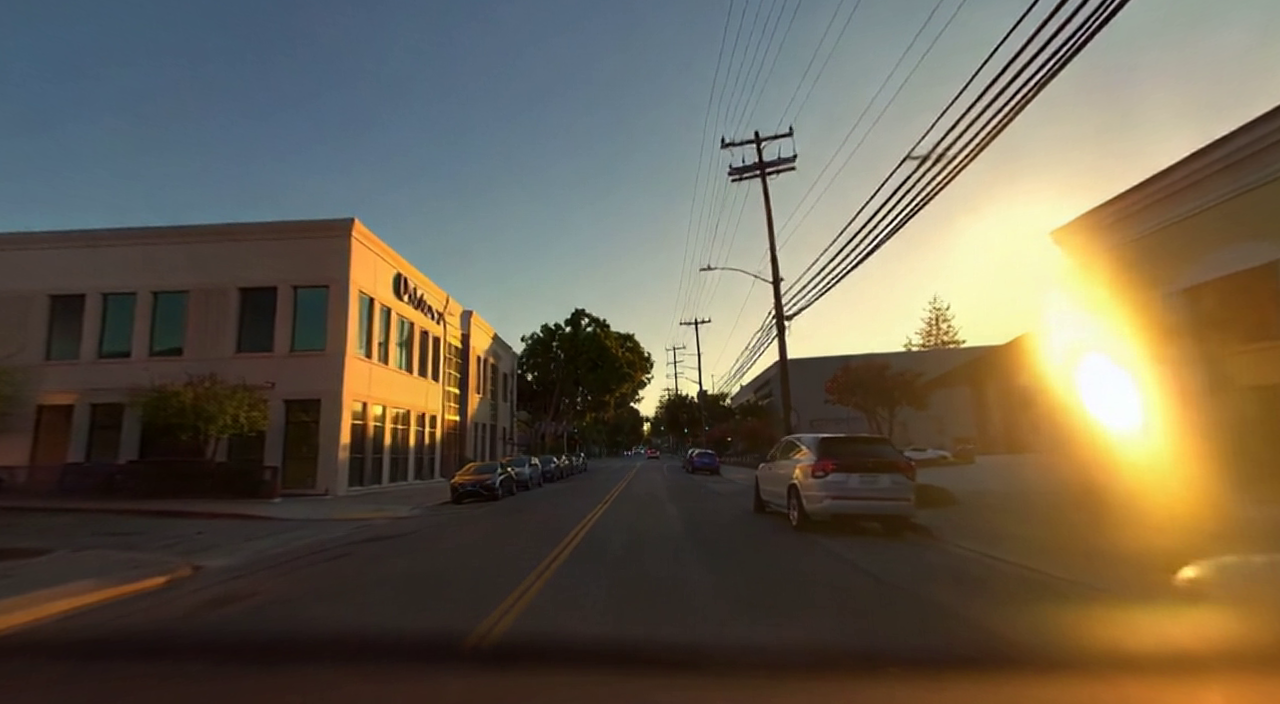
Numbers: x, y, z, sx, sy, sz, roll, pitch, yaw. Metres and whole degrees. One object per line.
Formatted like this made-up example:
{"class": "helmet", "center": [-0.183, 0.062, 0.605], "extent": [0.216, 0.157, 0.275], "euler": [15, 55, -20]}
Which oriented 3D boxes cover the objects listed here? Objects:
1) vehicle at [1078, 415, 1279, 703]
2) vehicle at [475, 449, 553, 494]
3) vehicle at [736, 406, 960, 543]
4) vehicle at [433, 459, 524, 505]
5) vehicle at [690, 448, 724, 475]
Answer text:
{"class": "vehicle", "center": [3.499, 0.786, 1.006], "extent": [2.060, 1.513, 4.741], "euler": [0, -9, -2]}
{"class": "vehicle", "center": [-5.523, 5.314, 28.518], "extent": [2.286, 1.836, 5.088], "euler": [0, -9, 2]}
{"class": "vehicle", "center": [3.717, 2.400, 12.933], "extent": [2.485, 2.123, 6.029], "euler": [0, -9, 0]}
{"class": "vehicle", "center": [-5.750, 4.680, 23.106], "extent": [1.982, 1.453, 4.577], "euler": [0, -9, 1]}
{"class": "vehicle", "center": [4.320, 7.131, 41.319], "extent": [1.948, 1.607, 4.873], "euler": [0, -9, 3]}
